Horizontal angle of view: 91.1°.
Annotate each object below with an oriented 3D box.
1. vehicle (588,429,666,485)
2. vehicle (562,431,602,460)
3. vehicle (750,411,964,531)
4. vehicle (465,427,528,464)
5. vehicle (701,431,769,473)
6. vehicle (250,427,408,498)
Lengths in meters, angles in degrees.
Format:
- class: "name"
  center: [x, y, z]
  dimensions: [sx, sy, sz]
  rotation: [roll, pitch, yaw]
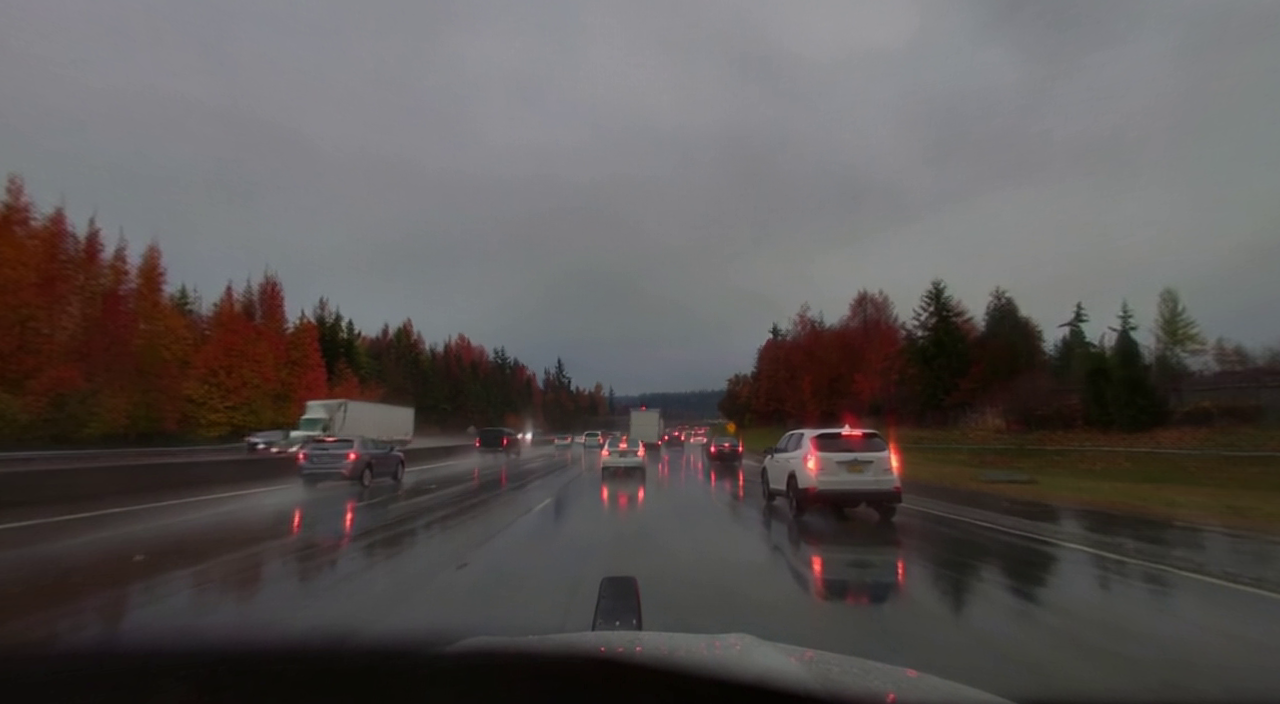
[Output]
- class: "vehicle"
  center: [-0.391, 3.159, 19.350]
  dimensions: [2.111, 1.494, 4.364]
  rotation: [0, -8, -1]
- class: "vehicle"
  center: [-3.571, 5.827, 39.446]
  dimensions: [2.064, 1.672, 4.277]
  rotation: [0, -8, 1]
- class: "vehicle"
  center: [3.421, 1.952, 11.000]
  dimensions: [2.095, 1.650, 4.331]
  rotation: [0, -8, -1]
- class: "vehicle"
  center: [-7.482, 4.926, 33.330]
  dimensions: [2.117, 1.779, 4.745]
  rotation: [0, -8, 1]
- class: "vehicle"
  center: [3.635, 3.903, 24.867]
  dimensions: [1.972, 1.516, 4.514]
  rotation: [0, -8, 0]
- class: "vehicle"
  center: [-7.541, 2.692, 15.772]
  dimensions: [1.934, 1.526, 3.966]
  rotation: [0, -8, 0]
